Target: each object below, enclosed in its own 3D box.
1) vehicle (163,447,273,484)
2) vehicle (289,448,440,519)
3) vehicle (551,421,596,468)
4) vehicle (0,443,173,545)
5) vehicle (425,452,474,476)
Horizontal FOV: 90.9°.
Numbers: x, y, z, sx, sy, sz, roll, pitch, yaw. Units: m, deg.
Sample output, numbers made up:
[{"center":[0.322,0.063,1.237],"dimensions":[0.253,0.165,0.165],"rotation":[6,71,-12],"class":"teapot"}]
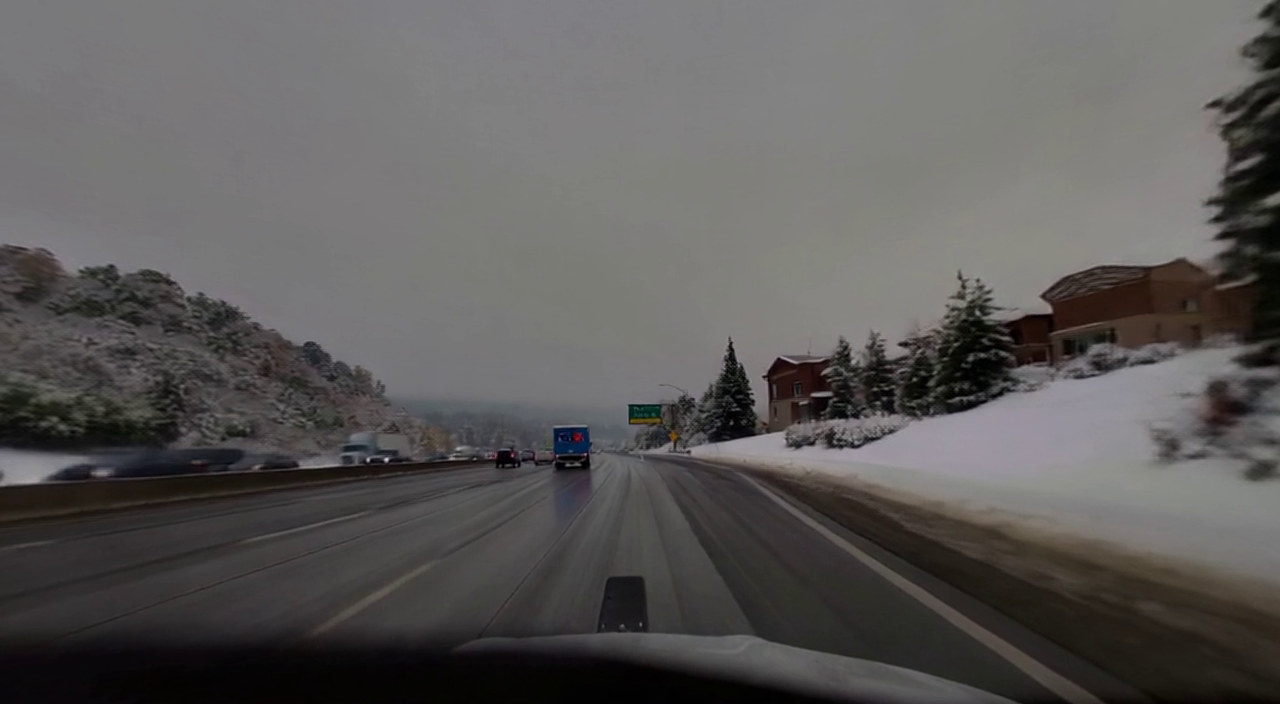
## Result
[{"center":[-21.808,5.863,32.952],"dimensions":[2.037,1.723,5.468],"rotation":[0,-8,-1],"class":"vehicle"},{"center":[-7.822,3.733,18.518],"dimensions":[2.294,1.710,4.436],"rotation":[1,-8,1],"class":"vehicle"},{"center":[-4.976,7.101,48.473],"dimensions":[2.798,3.212,7.573],"rotation":[1,-8,-2],"class":"vehicle"},{"center":[-11.687,2.620,12.138],"dimensions":[1.931,1.692,4.443],"rotation":[0,-8,0],"class":"vehicle"},{"center":[-12.142,7.155,40.529],"dimensions":[1.879,1.431,4.425],"rotation":[0,-8,-1],"class":"vehicle"}]
